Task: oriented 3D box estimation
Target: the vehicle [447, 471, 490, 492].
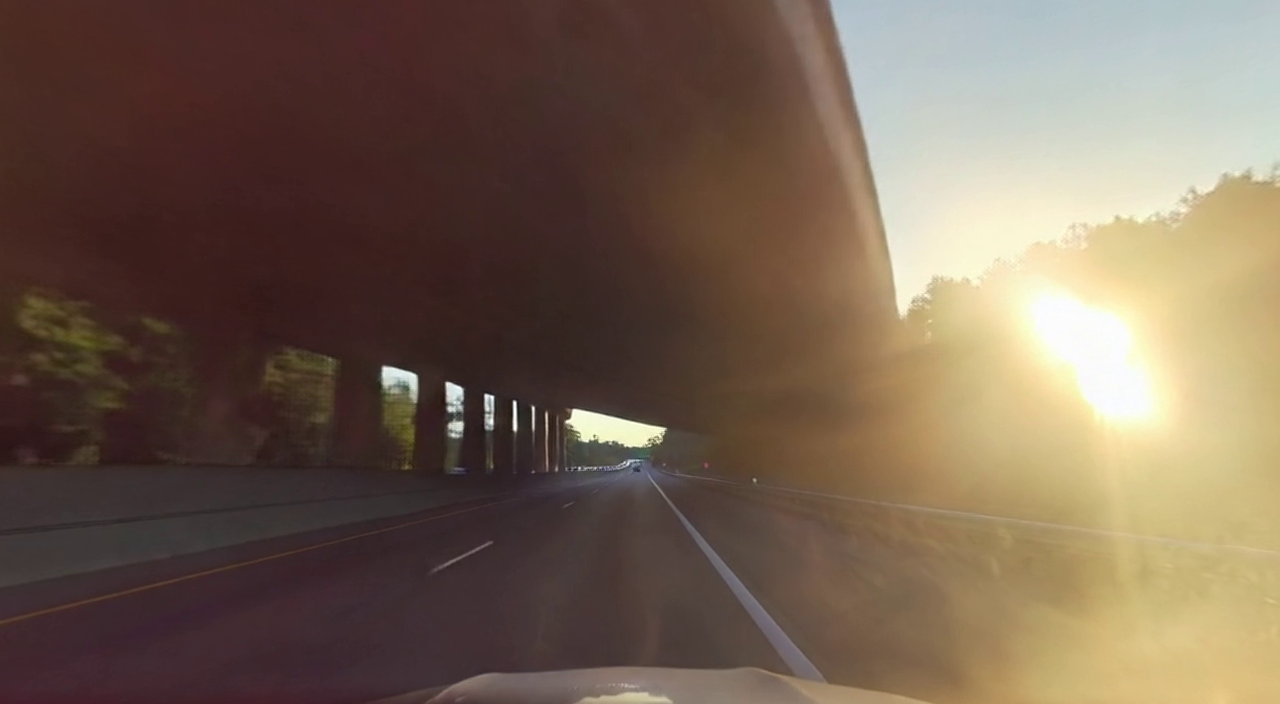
[{"bbox_3d":[-12.384,9.359,45.716,1.941,1.429,3.701,0,-10,2],"label":"vehicle"}]
